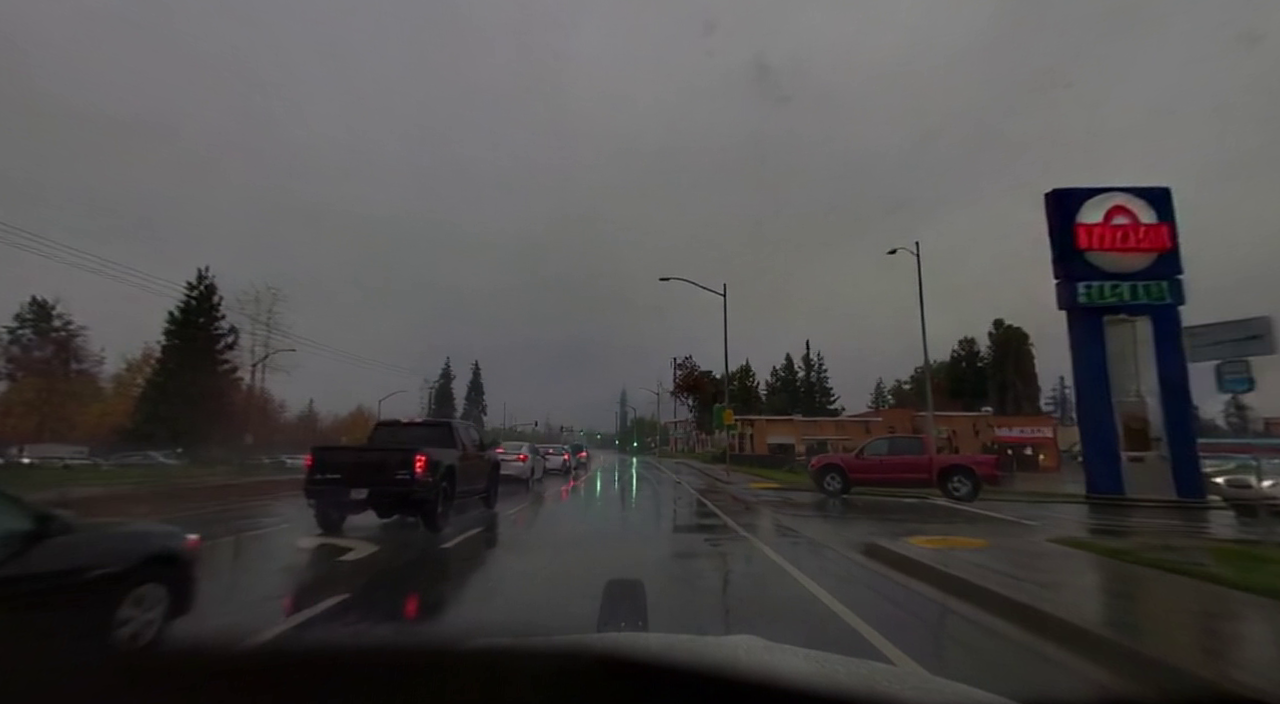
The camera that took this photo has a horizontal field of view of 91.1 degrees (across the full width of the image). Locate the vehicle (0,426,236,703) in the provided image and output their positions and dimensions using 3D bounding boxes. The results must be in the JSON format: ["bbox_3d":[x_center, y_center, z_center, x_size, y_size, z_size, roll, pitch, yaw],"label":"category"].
[{"bbox_3d":[-4.188,1.025,2.641,2.113,1.446,4.309,0,-8,0],"label":"vehicle"}]

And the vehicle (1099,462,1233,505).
[{"bbox_3d":[20.309,5.070,24.473,1.646,1.418,3.910,1,-8,-3],"label":"vehicle"}]

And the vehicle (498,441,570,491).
[{"bbox_3d":[-4.291,4.669,26.127,2.129,1.855,4.414,0,-8,1],"label":"vehicle"}]

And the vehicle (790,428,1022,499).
[{"bbox_3d":[6.429,2.812,15.755,4.813,1.622,2.110,-1,-11,4],"label":"vehicle"}]

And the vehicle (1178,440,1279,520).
[{"bbox_3d":[16.940,3.266,15.554,5.120,1.817,2.154,3,-8,4],"label":"vehicle"}]

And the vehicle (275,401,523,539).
[{"bbox_3d":[-4.340,2.293,12.937,2.664,2.122,6.124,0,-8,0],"label":"vehicle"}]
